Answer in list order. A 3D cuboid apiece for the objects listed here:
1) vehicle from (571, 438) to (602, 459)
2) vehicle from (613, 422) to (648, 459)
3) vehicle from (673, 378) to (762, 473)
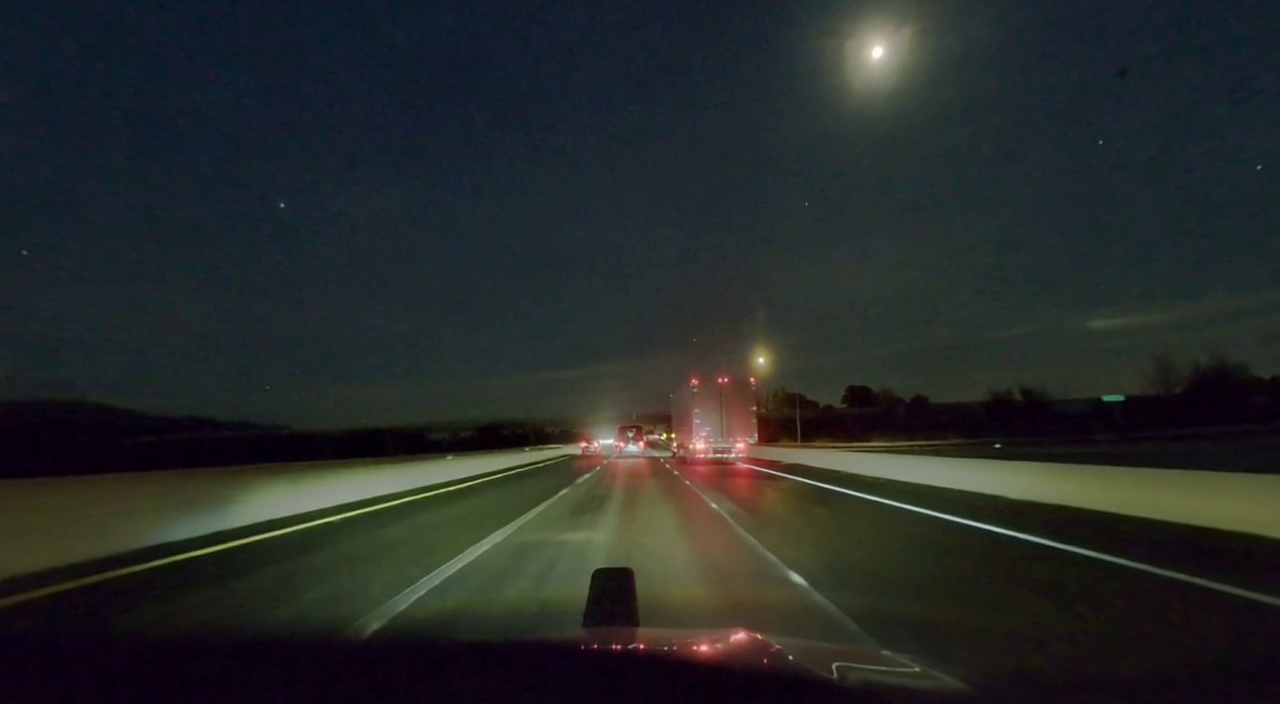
[{"bbox_3d":[-4.157,7.636,49.862,2.111,1.536,4.270,0,-8,0],"label":"vehicle"},{"bbox_3d":[-0.729,6.856,48.577,2.481,2.618,6.314,0,-8,0],"label":"vehicle"},{"bbox_3d":[3.576,3.897,32.189,2.997,3.983,10.860,1,-8,-1],"label":"vehicle"}]
